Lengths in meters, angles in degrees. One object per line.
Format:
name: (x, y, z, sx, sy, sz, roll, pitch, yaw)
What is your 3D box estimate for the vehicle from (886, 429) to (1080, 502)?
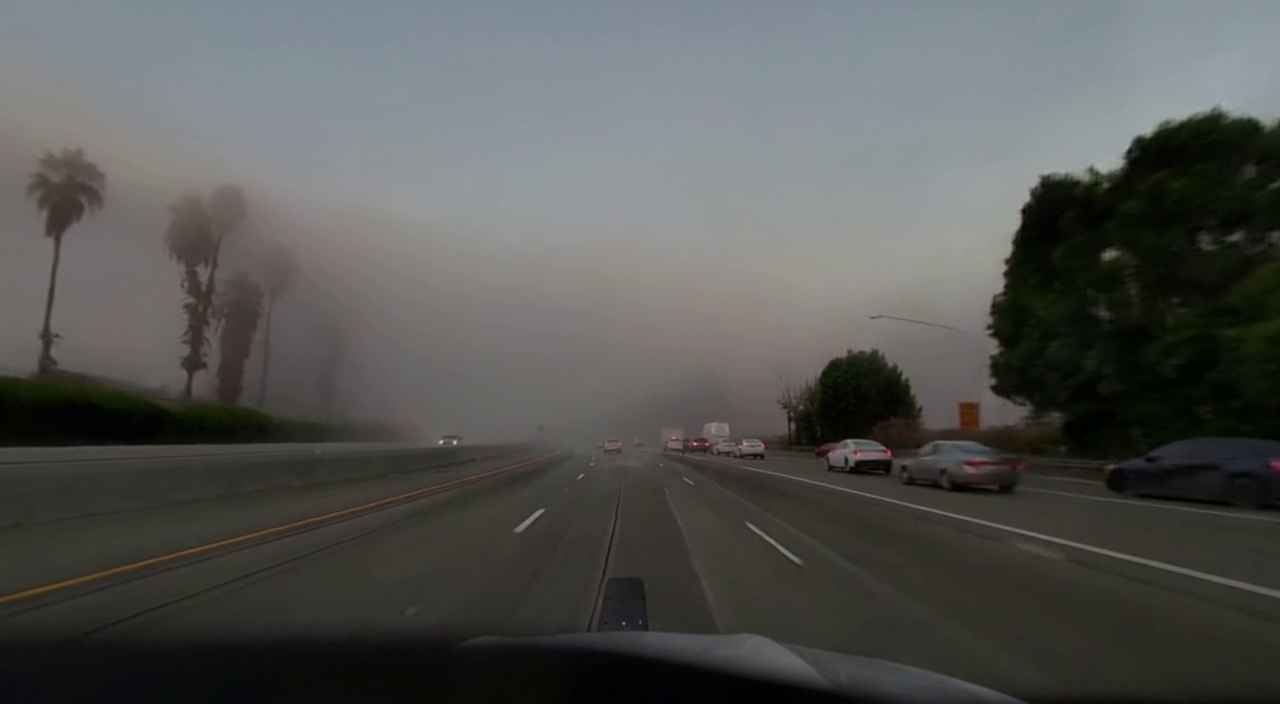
vehicle: (8.003, 2.682, 15.364, 2.110, 1.481, 4.511, 0, -8, -1)

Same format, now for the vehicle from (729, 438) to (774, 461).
vehicle: (7.494, 6.589, 42.844, 1.922, 1.456, 4.626, 0, -8, -3)

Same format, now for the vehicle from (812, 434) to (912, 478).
vehicle: (8.185, 3.882, 23.823, 1.947, 1.452, 4.696, 0, -8, -2)

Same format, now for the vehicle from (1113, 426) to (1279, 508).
vehicle: (12.561, 2.313, 13.020, 1.846, 1.480, 4.752, 0, -8, -1)
